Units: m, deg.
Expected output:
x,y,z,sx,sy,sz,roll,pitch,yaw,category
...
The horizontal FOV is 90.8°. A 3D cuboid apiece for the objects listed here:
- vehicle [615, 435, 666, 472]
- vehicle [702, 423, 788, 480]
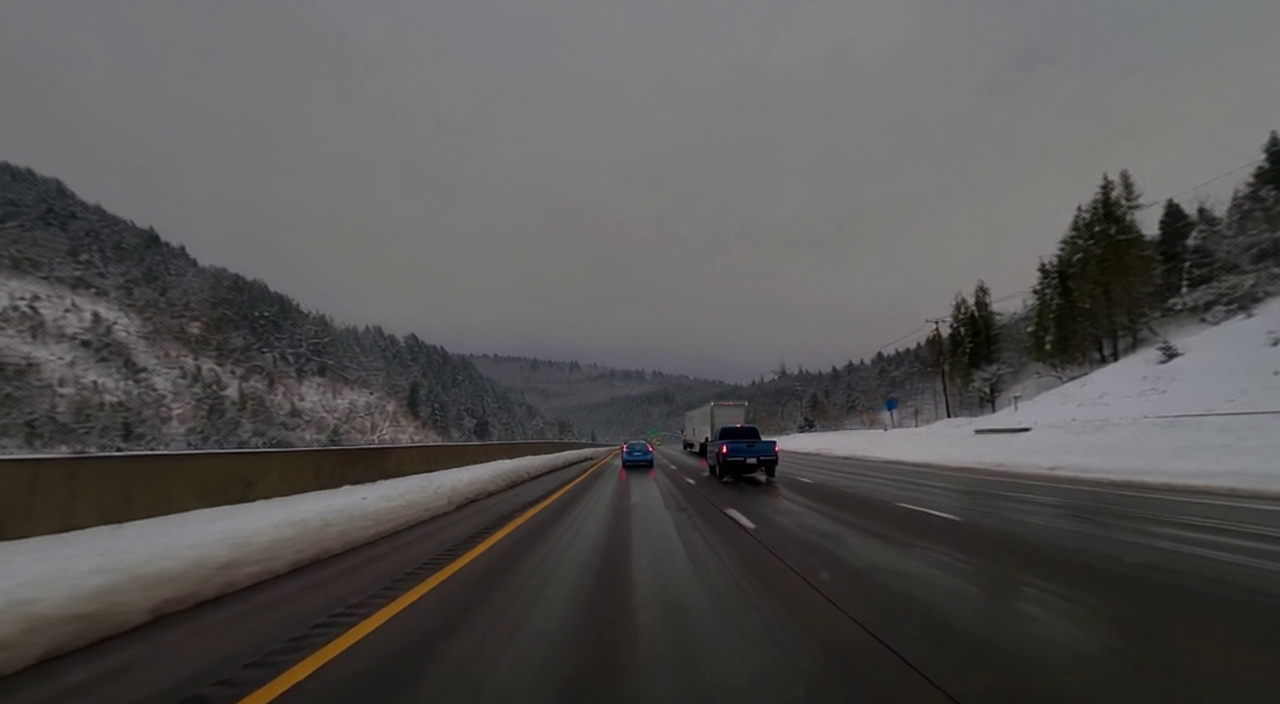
x,y,z,sx,sy,sz,roll,pitch,yaw,category
-0.008,4.404,27.667,2.083,1.477,3.965,0,-8,-1,vehicle
3.553,3.490,22.348,2.098,1.794,4.561,0,-9,-2,vehicle
